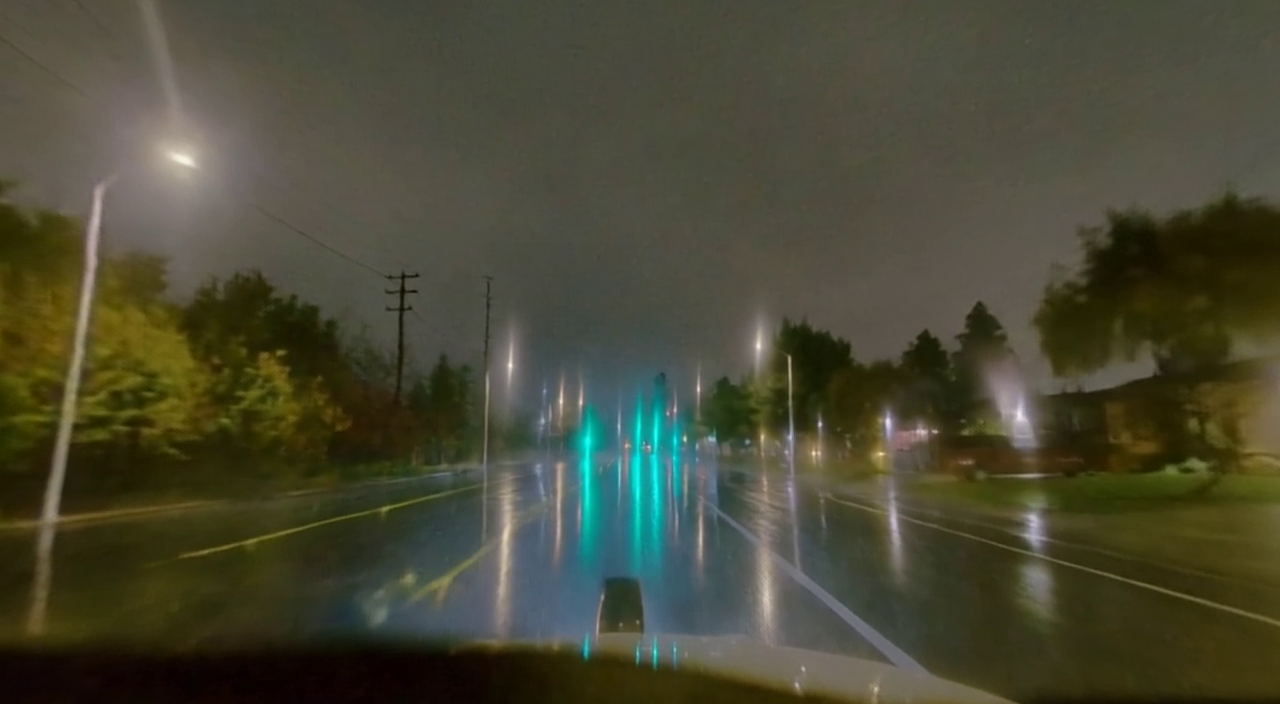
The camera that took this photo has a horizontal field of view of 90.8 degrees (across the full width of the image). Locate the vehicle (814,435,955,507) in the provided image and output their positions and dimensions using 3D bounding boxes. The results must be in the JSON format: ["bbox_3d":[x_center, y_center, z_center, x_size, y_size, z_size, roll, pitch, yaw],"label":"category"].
[{"bbox_3d":[6.735,3.310,18.087,2.043,1.747,4.680,0,-9,-1],"label":"vehicle"}]

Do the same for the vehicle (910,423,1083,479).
[{"bbox_3d":[12.955,3.645,23.260,5.037,1.925,2.021,-1,-9,4],"label":"vehicle"}]
